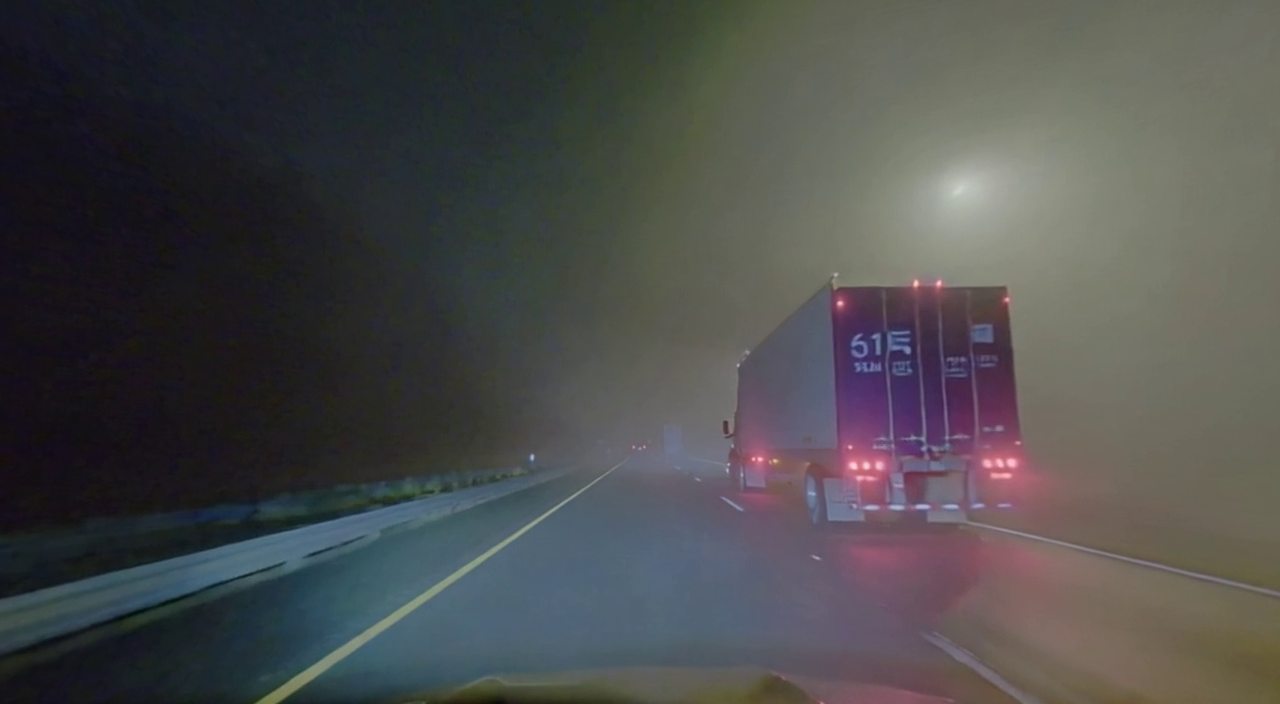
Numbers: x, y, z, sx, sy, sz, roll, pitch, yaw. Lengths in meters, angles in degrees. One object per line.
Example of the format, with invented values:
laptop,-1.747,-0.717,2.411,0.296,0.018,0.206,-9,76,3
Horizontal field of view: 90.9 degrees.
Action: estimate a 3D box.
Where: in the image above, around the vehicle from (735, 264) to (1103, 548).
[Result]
vehicle,4.338,1.433,13.321,3.107,3.718,10.231,0,-9,0
